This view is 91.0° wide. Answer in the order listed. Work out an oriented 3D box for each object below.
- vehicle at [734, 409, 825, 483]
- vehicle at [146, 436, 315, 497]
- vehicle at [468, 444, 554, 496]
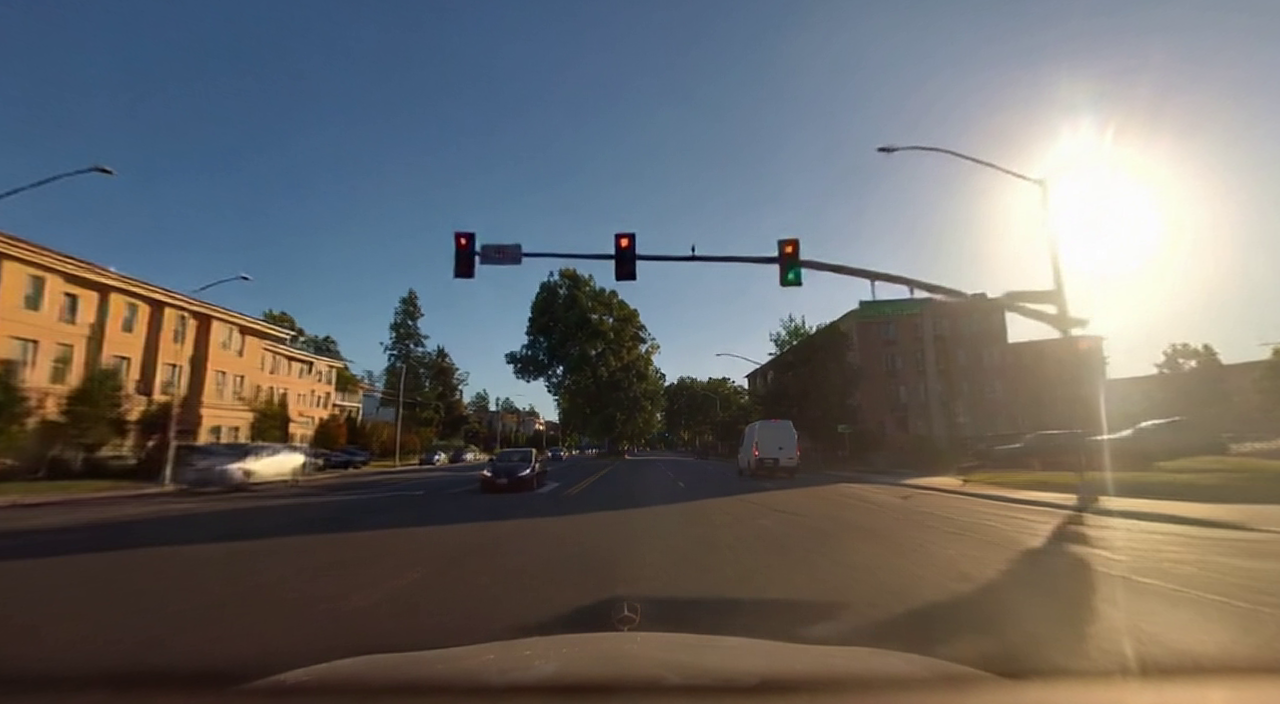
[{"bbox_3d":[6.728,4.725,31.594,2.802,3.208,7.459,0,-9,0],"label":"vehicle"},{"bbox_3d":[-14.867,4.173,23.474,2.292,1.955,5.882,0,-9,0],"label":"vehicle"},{"bbox_3d":[-4.262,3.937,21.523,2.003,1.539,4.396,-1,-8,1],"label":"vehicle"}]
